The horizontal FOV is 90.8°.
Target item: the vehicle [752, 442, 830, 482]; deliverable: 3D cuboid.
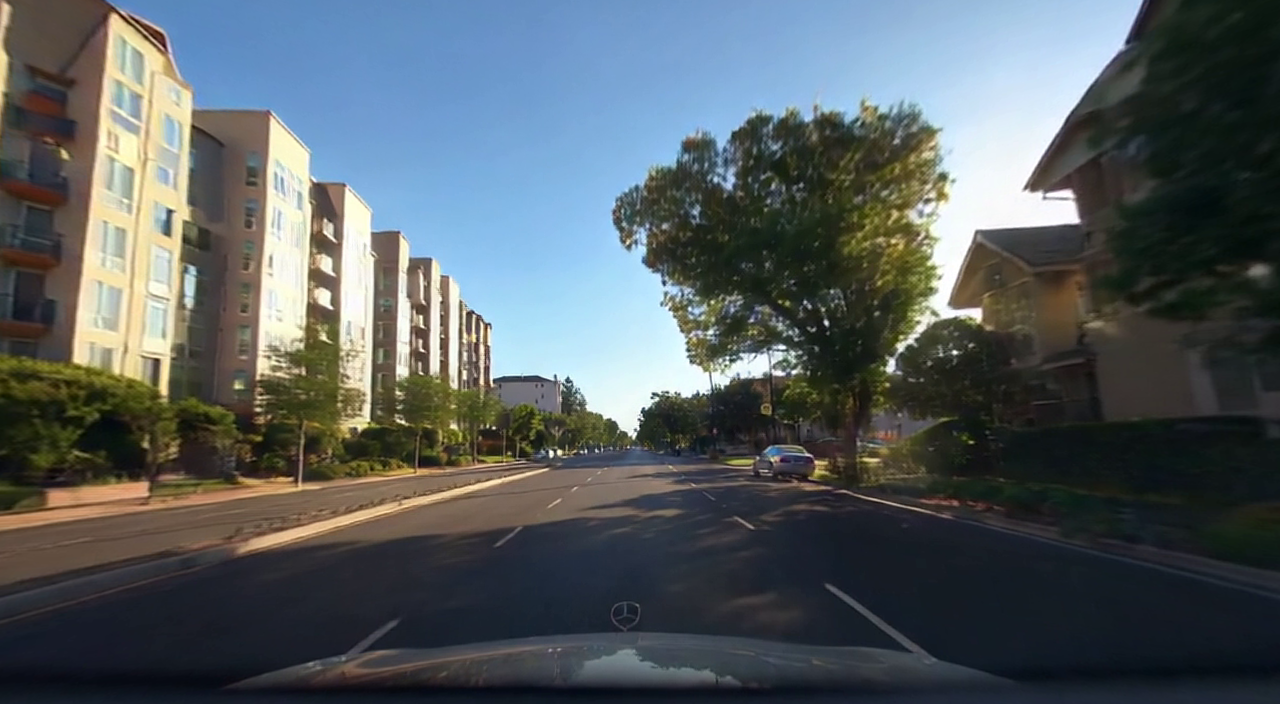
[{"bbox_3d":[6.283,4.632,26.850,1.948,1.526,4.518,0,-9,-3],"label":"vehicle"}]
